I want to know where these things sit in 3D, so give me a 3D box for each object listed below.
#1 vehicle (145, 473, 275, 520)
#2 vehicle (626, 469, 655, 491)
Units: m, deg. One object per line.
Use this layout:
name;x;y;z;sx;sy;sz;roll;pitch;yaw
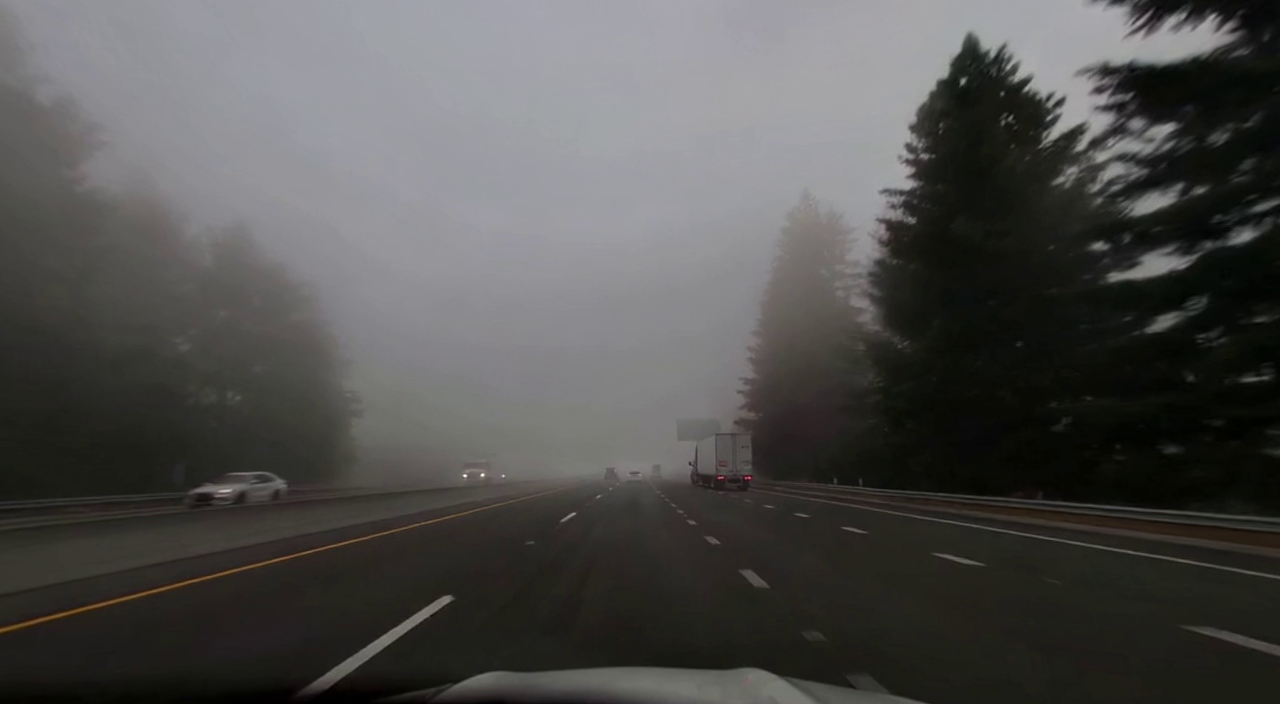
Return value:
vehicle;-14.968;5.021;22.230;1.832;1.439;3.822;1;-11;0
vehicle;0.026;9.300;45.847;2.029;1.459;3.684;1;-10;0
